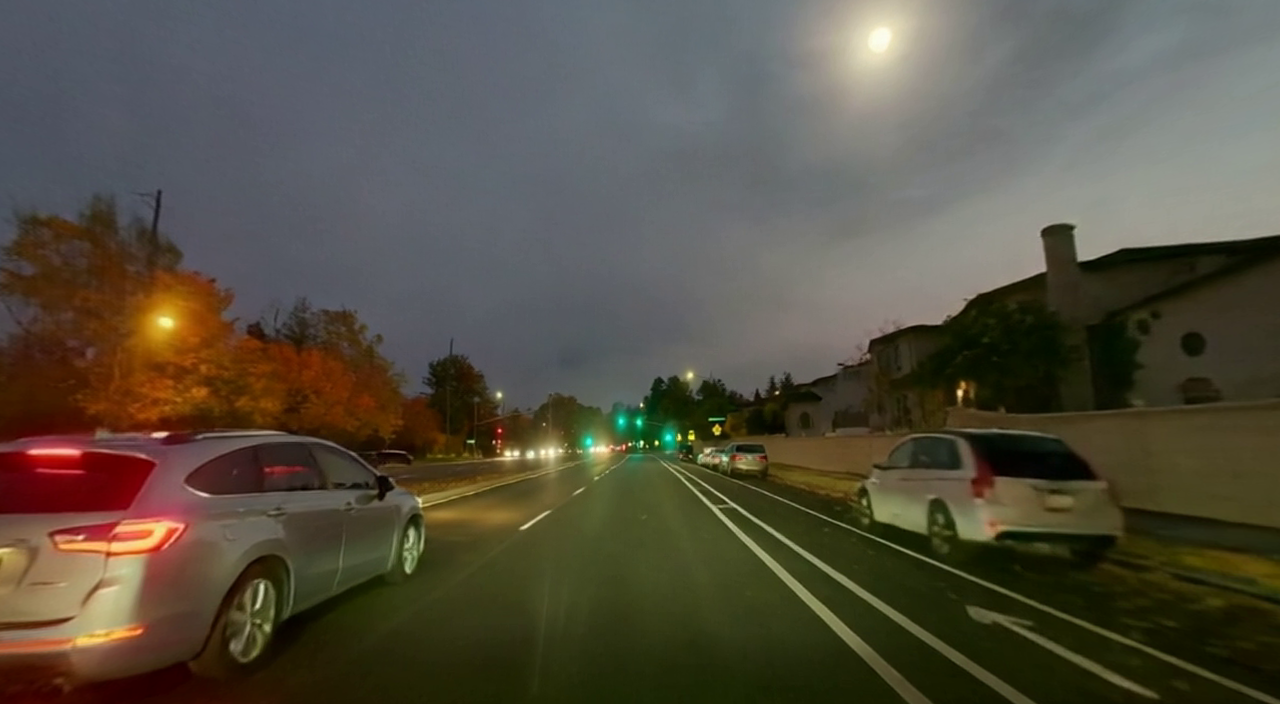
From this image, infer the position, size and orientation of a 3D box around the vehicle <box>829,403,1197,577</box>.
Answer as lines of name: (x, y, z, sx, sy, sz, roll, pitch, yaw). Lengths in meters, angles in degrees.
vehicle: (4.768, 1.875, 9.507, 2.164, 1.793, 5.671, 0, -9, 1)

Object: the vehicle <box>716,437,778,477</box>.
vehicle: (4.877, 4.872, 29.319, 2.014, 1.700, 4.369, 1, -9, -1)

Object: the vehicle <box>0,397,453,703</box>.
vehicle: (-3.193, 1.268, 4.947, 1.982, 1.478, 4.465, 0, -9, 1)
